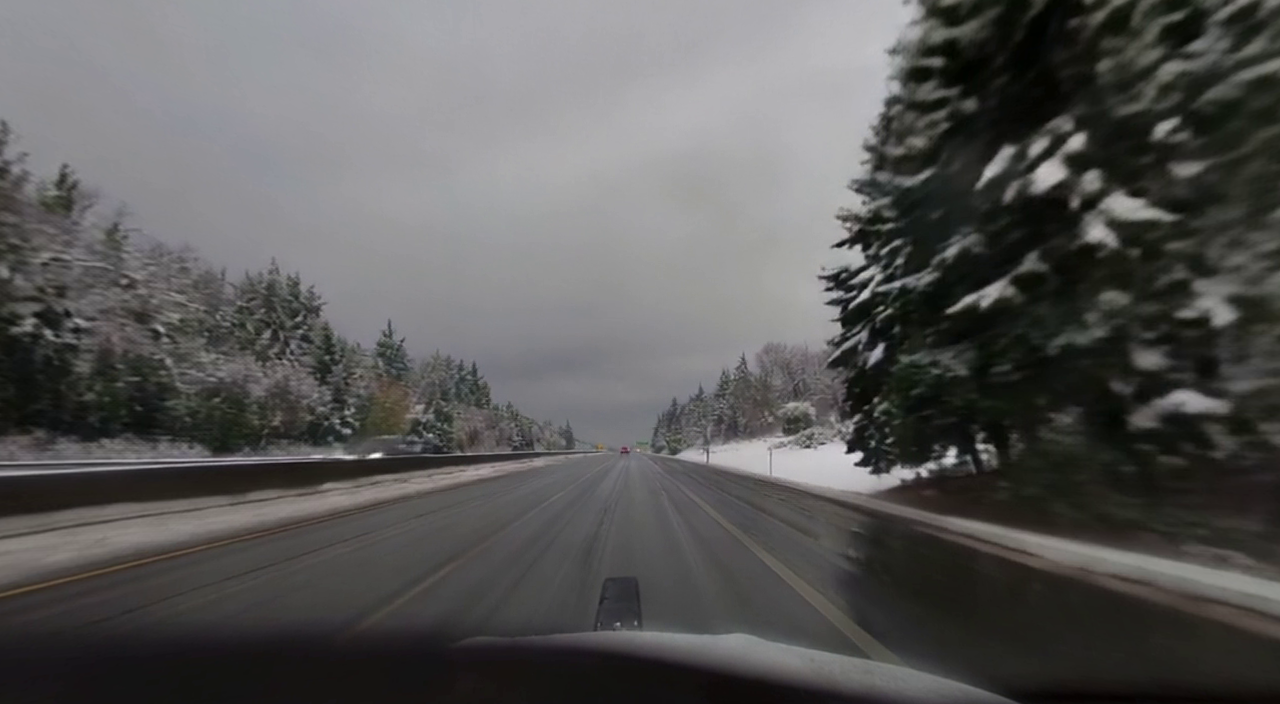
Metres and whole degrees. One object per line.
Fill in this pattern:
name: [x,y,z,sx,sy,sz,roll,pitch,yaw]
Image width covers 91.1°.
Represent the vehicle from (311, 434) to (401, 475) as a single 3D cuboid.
vehicle: [-11.992,4.338,26.808,1.917,1.560,4.168,0,-8,-1]
